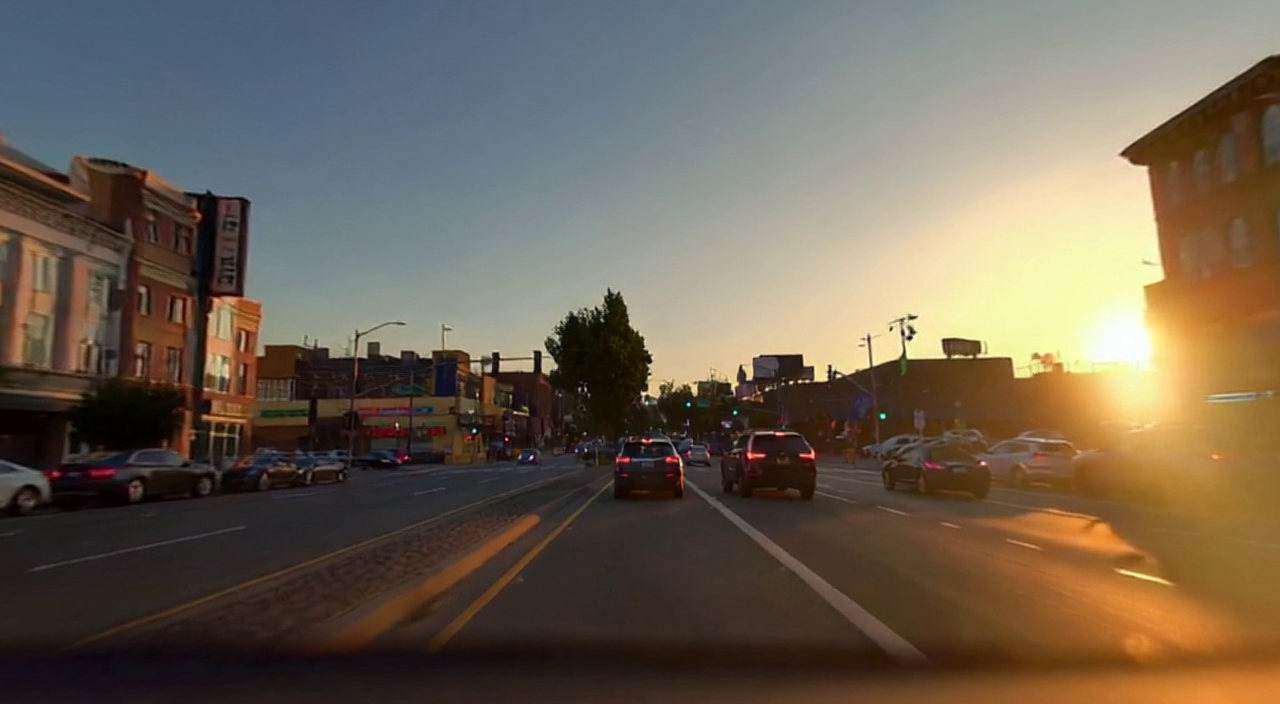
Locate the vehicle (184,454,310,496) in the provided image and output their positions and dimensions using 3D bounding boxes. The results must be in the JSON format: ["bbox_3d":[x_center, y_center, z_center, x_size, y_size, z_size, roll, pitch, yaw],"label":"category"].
[{"bbox_3d":[-15.409,4.825,25.172,1.792,1.429,5.161,0,-9,-1],"label":"vehicle"}]

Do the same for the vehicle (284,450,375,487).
[{"bbox_3d":[-15.445,5.796,31.730,2.096,1.416,4.885,0,-6,0],"label":"vehicle"}]

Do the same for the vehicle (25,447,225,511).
[{"bbox_3d":[-15.497,3.789,19.499,1.825,1.685,5.220,1,-8,-1],"label":"vehicle"}]

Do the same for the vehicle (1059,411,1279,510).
[{"bbox_3d":[13.968,2.767,16.430,2.172,2.060,5.546,-3,-9,0],"label":"vehicle"}]

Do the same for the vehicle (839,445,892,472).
[{"bbox_3d":[14.508,6.877,40.828,1.734,1.527,4.531,-3,-9,0],"label":"vehicle"}]

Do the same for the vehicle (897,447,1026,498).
[{"bbox_3d":[10.382,3.879,20.813,1.863,1.426,4.494,0,-8,0],"label":"vehicle"}]

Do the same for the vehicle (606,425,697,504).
[{"bbox_3d":[0.250,3.024,17.424,2.157,1.863,4.665,0,-8,0],"label":"vehicle"}]

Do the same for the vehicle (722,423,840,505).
[{"bbox_3d":[3.715,3.053,17.711,2.115,1.932,5.189,0,-8,0],"label":"vehicle"}]
